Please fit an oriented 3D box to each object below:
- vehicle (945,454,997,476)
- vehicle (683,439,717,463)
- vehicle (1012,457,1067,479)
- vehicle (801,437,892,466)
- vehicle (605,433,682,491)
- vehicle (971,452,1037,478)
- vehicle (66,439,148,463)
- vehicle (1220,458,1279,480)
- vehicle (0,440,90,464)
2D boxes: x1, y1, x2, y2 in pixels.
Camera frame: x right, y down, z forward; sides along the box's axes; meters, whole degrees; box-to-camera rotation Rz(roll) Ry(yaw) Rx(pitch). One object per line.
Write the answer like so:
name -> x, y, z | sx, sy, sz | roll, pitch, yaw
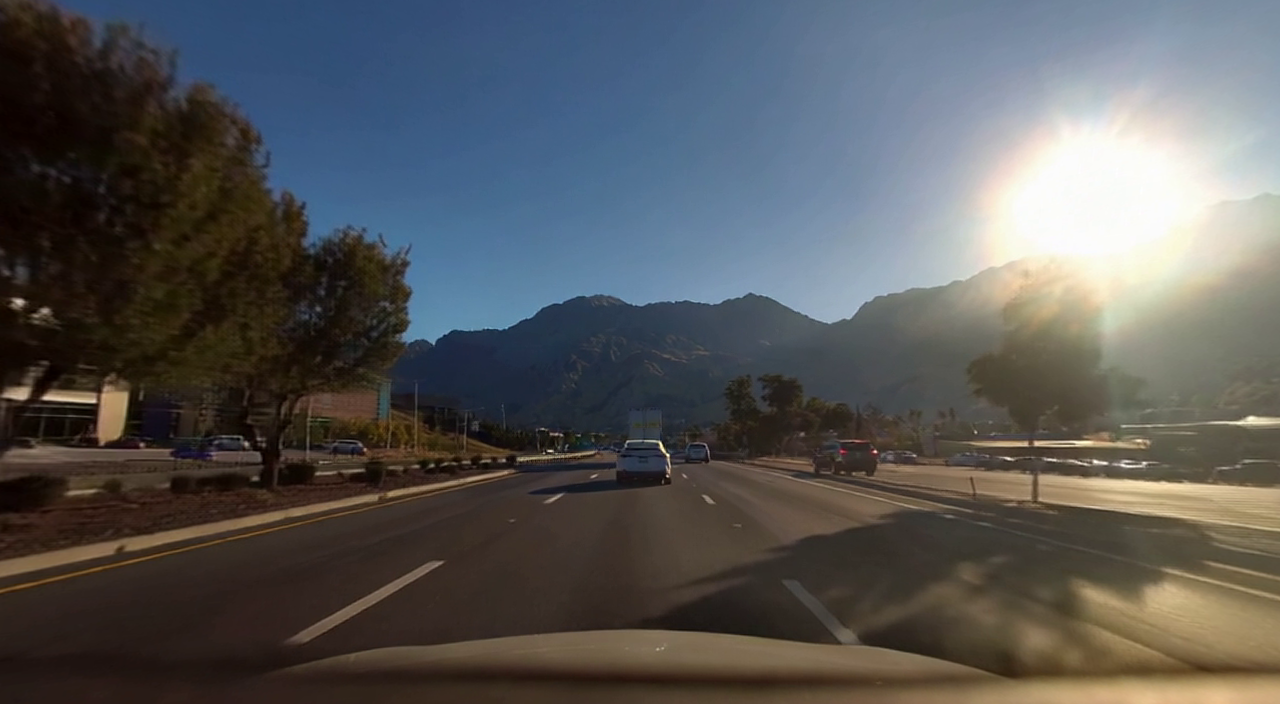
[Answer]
vehicle -> 24.752, 8.429, 47.056 | 1.751, 1.439, 3.847 | 0, -8, -1
vehicle -> 4.376, 7.327, 46.477 | 2.088, 1.655, 4.360 | 0, -8, 0
vehicle -> 30.167, 8.753, 47.501 | 1.745, 1.464, 3.716 | 0, -8, 0
vehicle -> 12.632, 6.103, 38.660 | 4.887, 1.734, 2.014 | 0, -8, 2
vehicle -> 0.112, 3.455, 20.000 | 2.193, 1.651, 3.946 | 0, -8, 0
vehicle -> 27.325, 8.446, 47.268 | 2.108, 1.735, 4.476 | 1, -8, -3
vehicle -> -35.668, 6.610, 42.134 | 3.714, 1.510, 1.917 | 4, -9, -23
vehicle -> 46.641, 8.802, 47.456 | 1.891, 1.495, 4.028 | 0, -9, 4
vehicle -> -36.591, 6.137, 38.635 | 3.640, 1.447, 1.788 | 4, -9, -26
